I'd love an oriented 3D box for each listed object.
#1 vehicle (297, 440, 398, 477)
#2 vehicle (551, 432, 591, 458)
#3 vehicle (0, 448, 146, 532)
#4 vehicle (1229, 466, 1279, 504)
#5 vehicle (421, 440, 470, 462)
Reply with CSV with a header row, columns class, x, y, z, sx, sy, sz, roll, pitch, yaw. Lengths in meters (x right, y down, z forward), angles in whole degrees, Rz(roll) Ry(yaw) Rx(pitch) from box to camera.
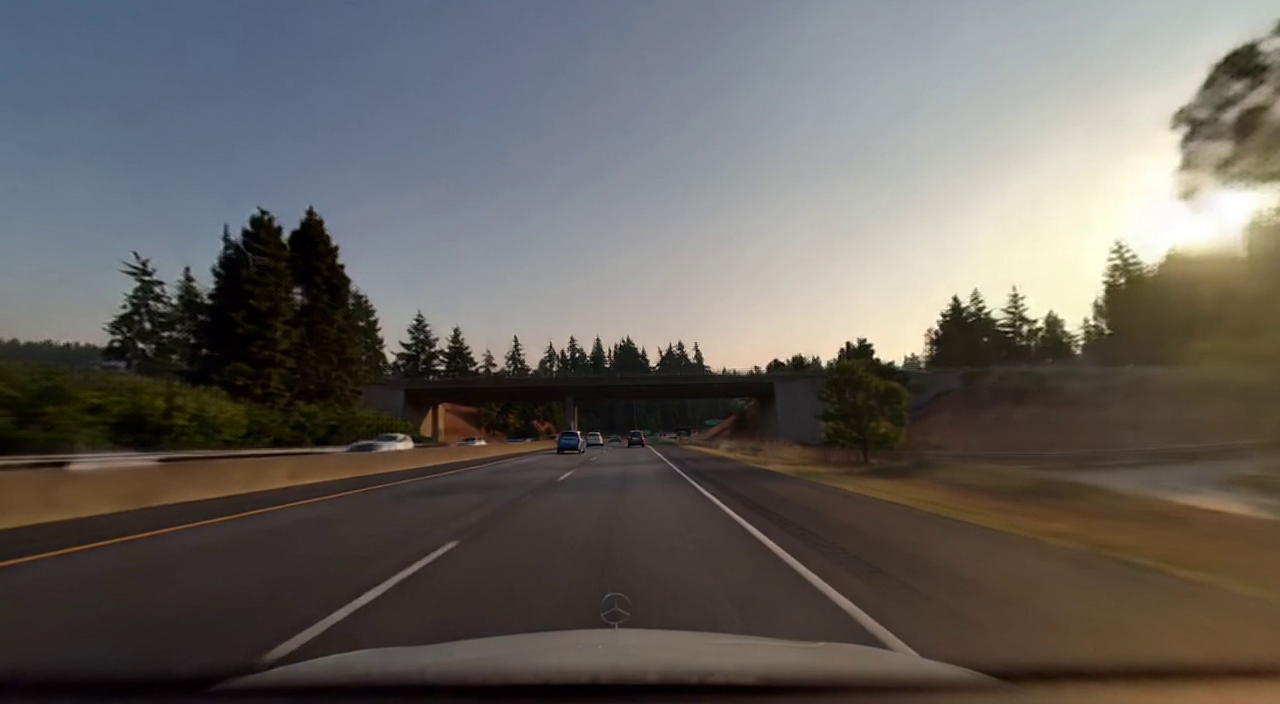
class,x,y,z,sx,sy,sz,roll,pitch,yaw
vehicle,-12.436,4.539,27.151,2.294,1.453,4.341,0,-8,0
vehicle,-4.403,5.999,40.811,2.169,1.588,4.264,0,-8,-1
vehicle,-12.415,2.611,12.204,2.151,1.430,4.425,0,-8,-1
vehicle,31.740,6.642,31.699,2.033,1.565,4.672,-5,-9,31
vehicle,-13.197,6.711,42.949,2.012,1.428,4.247,0,-8,-1
